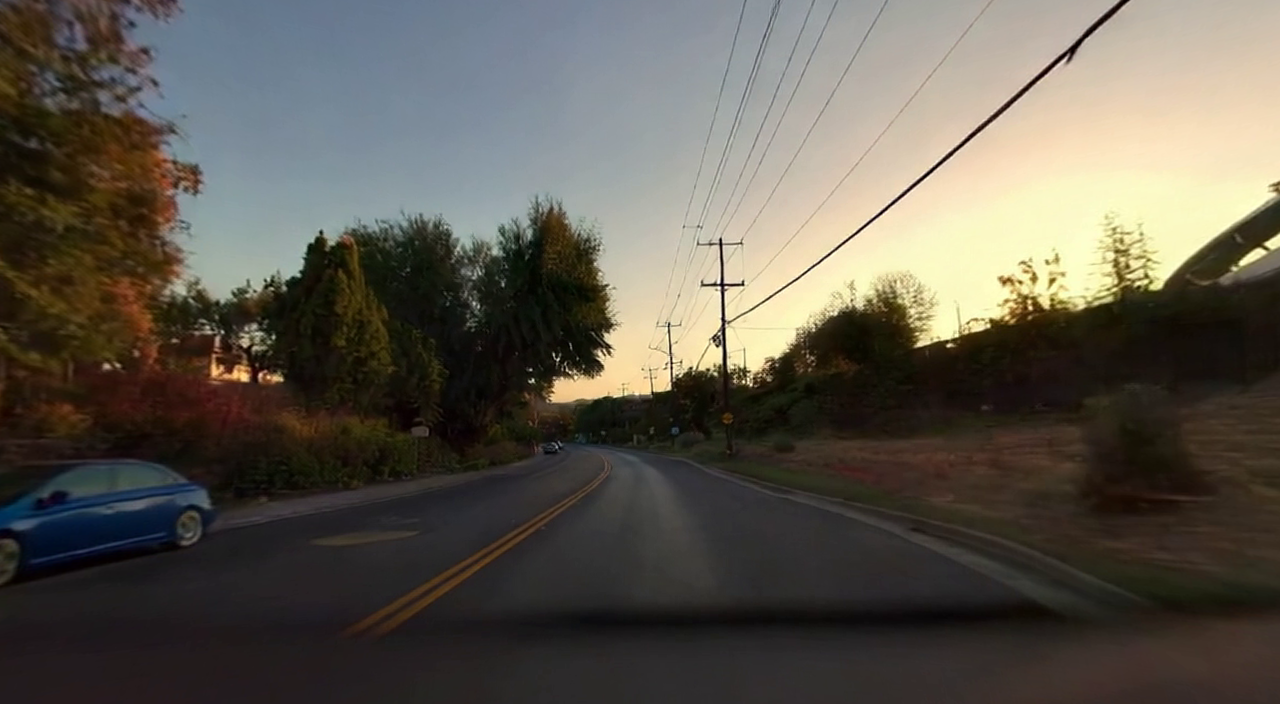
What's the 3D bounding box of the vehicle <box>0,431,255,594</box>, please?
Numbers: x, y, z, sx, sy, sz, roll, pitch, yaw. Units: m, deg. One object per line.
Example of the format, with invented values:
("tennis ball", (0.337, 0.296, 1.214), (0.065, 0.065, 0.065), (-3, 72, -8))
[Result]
("vehicle", (-7.707, 1.964, 8.494), (2.114, 1.693, 4.468), (0, -9, 2))
